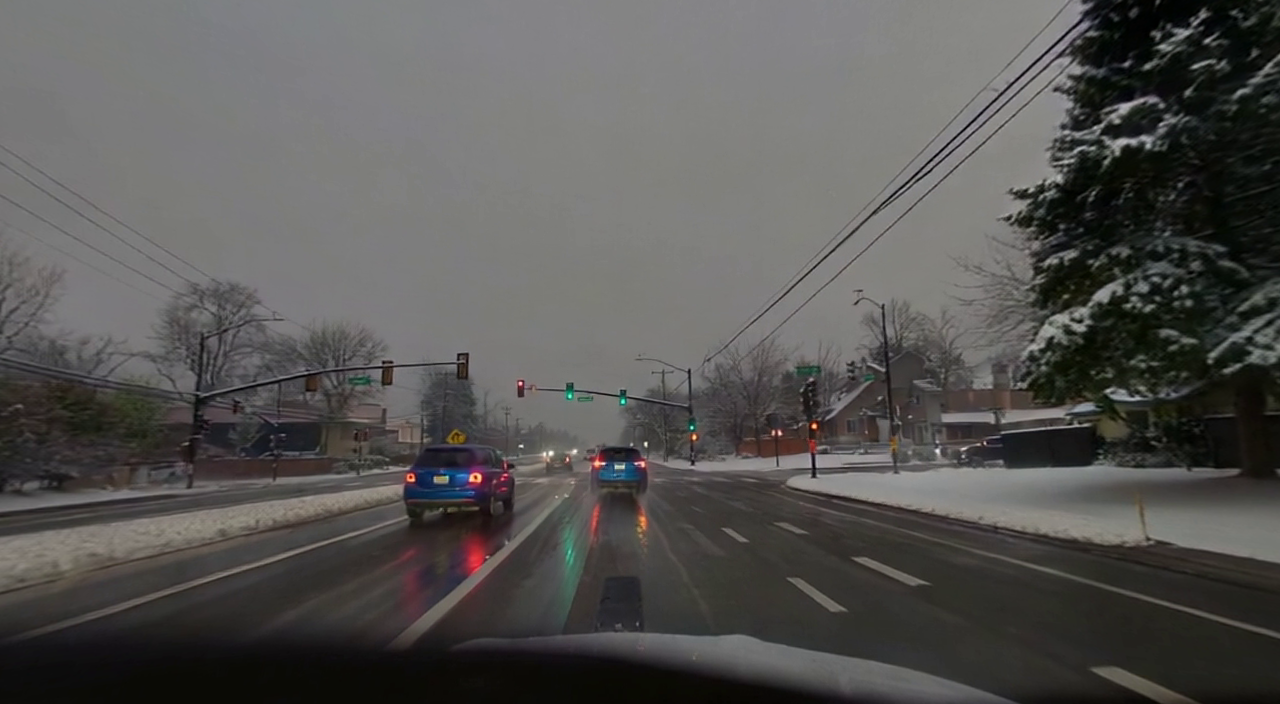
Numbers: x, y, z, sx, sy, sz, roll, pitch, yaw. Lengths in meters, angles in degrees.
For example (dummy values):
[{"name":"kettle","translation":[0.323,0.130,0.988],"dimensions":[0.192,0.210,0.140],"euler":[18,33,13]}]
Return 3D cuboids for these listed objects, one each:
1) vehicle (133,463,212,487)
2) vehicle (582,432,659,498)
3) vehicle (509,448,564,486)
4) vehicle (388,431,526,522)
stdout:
[{"name":"vehicle","translation":[-35.713,9.376,48.325],"dimensions":[4.533,1.738,2.151],"euler":[-1,-9,10]},{"name":"vehicle","translation":[-0.628,3.500,19.903],"dimensions":[2.155,1.836,4.250],"euler":[0,-9,-2]},{"name":"vehicle","translation":[-4.365,4.889,27.228],"dimensions":[1.863,1.449,4.153],"euler":[1,-9,-3]},{"name":"vehicle","translation":[-3.806,2.653,13.966],"dimensions":[1.899,1.685,4.121],"euler":[0,-9,-1]}]
